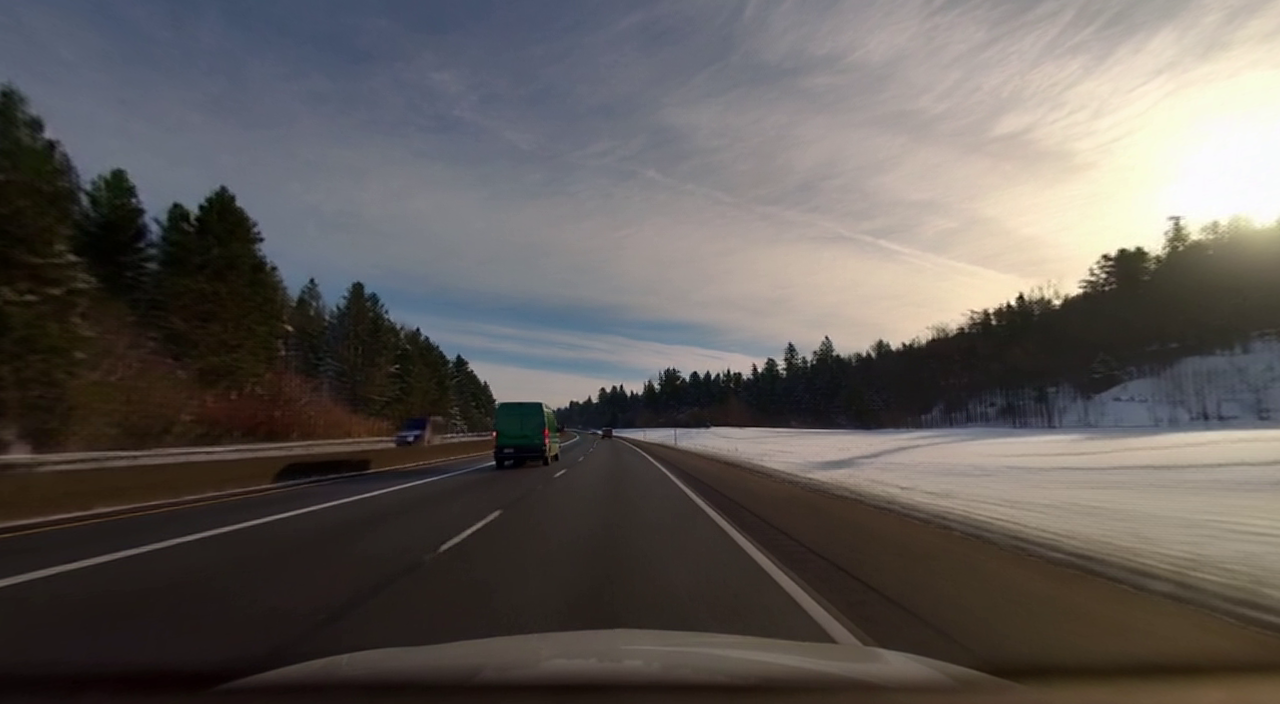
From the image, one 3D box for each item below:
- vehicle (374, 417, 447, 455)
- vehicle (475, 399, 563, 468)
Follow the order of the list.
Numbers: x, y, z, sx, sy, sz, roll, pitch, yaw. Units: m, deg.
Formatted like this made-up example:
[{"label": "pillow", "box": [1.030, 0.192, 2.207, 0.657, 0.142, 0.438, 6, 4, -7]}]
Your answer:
[{"label": "vehicle", "box": [-12.326, 4.560, 34.119, 2.153, 1.918, 4.991, 0, -8, -1]}, {"label": "vehicle", "box": [-4.725, 3.319, 25.596, 2.561, 2.509, 5.465, 0, -8, -1]}]
